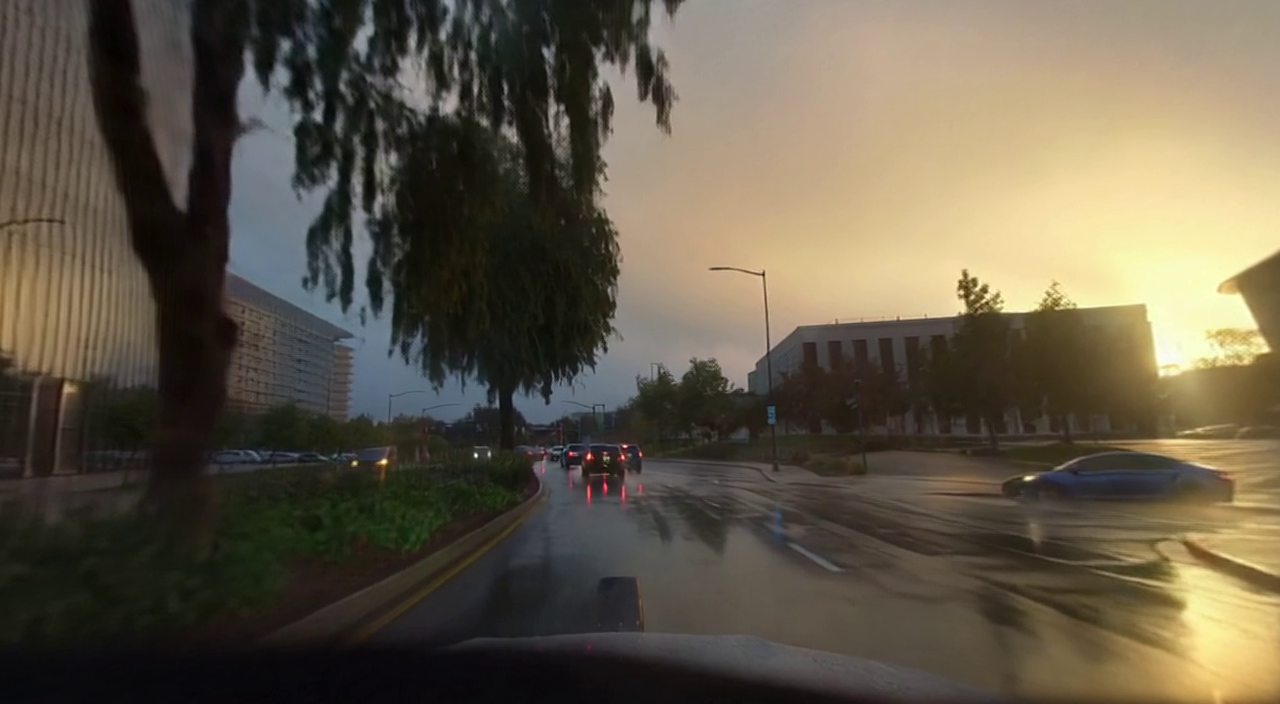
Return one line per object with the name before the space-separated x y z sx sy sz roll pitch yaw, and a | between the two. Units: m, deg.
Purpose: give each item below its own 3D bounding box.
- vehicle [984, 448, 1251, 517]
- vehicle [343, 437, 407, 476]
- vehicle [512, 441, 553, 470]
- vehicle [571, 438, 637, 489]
vehicle | 11.359 3.117 15.367 4.645 1.505 2.100 -1 -9 8
vehicle | -15.525 6.245 37.204 2.334 1.945 5.298 6 -13 -11
vehicle | -6.825 6.474 39.624 2.121 1.728 4.161 2 -9 -14
vehicle | -1.244 4.026 23.145 2.183 1.675 4.319 0 -9 -1
